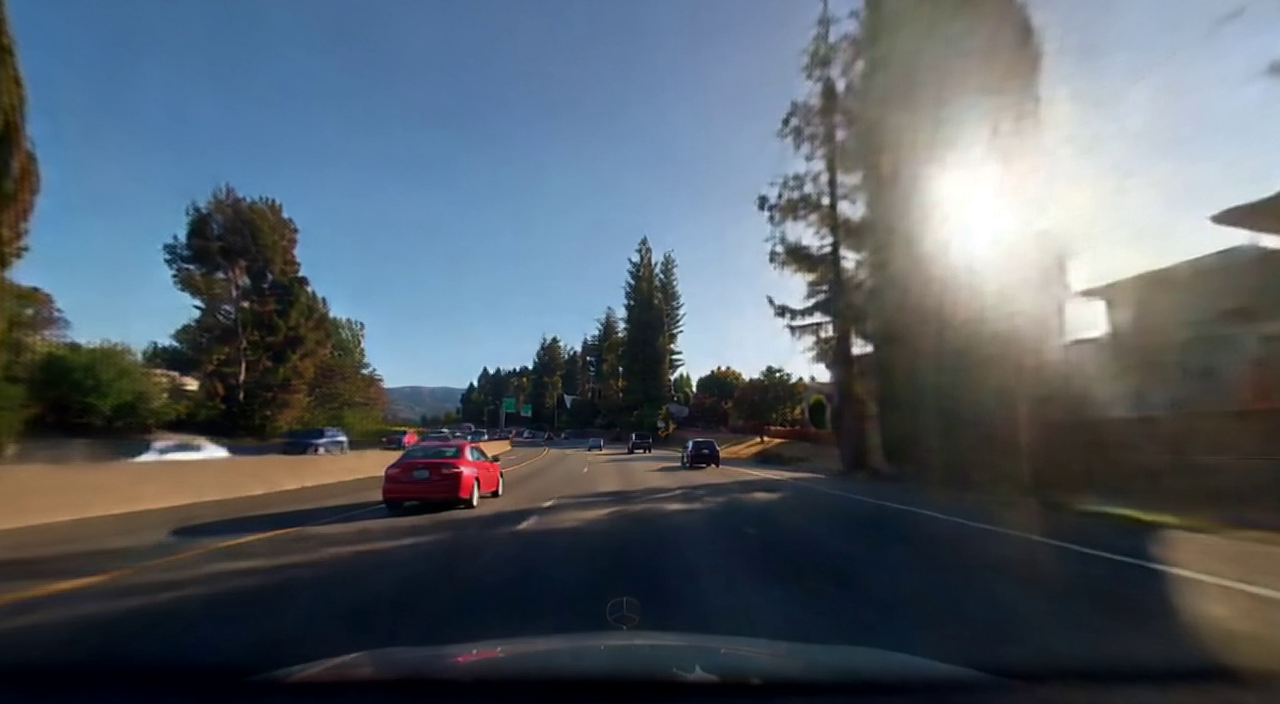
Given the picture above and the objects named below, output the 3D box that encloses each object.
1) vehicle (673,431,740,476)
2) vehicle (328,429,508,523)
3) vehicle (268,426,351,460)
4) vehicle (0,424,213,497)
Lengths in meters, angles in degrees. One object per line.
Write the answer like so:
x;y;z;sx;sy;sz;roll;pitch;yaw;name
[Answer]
2.601;4.139;25.778;2.092;1.686;4.188;0;-9;-2;vehicle
-4.108;2.373;12.599;2.036;1.528;4.400;0;-9;-1;vehicle
-16.855;4.698;32.413;2.099;1.640;4.305;0;-9;-3;vehicle
-12.465;2.531;14.946;1.912;1.473;3.910;0;-9;-1;vehicle
